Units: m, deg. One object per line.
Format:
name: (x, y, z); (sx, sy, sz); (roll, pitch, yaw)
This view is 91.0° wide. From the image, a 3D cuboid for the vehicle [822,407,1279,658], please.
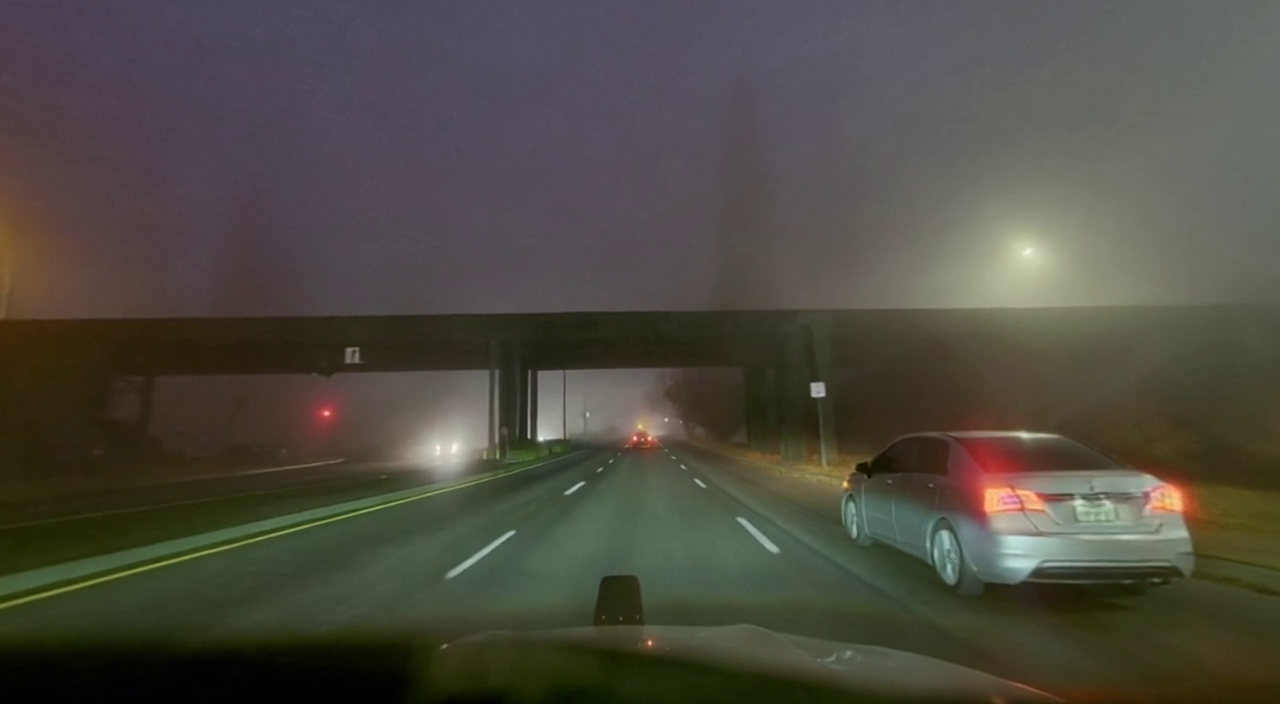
vehicle: (3.486, 1.461, 6.196); (2.063, 1.542, 4.420); (0, -9, 0)
